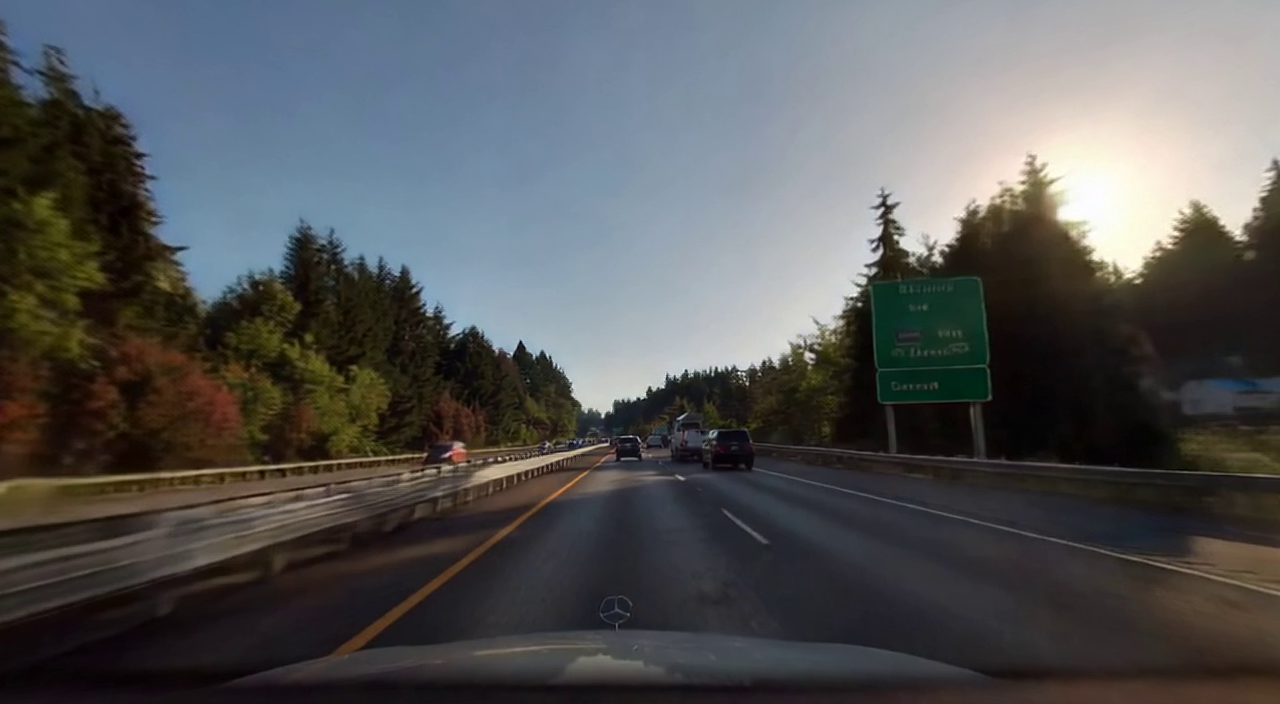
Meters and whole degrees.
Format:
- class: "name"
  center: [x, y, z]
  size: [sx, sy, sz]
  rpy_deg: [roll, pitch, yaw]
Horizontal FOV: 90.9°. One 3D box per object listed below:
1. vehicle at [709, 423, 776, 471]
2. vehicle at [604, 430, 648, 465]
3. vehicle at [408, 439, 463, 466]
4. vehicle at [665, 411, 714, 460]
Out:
- class: "vehicle"
  center: [4.310, 4.054, 27.208]
  size: [2.073, 1.905, 4.023]
  rpy_deg: [0, -8, -3]
- class: "vehicle"
  center: [-0.725, 4.992, 33.184]
  size: [2.206, 1.681, 4.111]
  rpy_deg: [0, -8, -1]
- class: "vehicle"
  center: [-13.957, 6.876, 43.424]
  size: [2.227, 1.701, 4.779]
  rpy_deg: [0, -8, 0]
- class: "vehicle"
  center: [3.297, 5.764, 43.657]
  size: [2.728, 3.053, 7.708]
  rpy_deg: [0, -8, 0]
